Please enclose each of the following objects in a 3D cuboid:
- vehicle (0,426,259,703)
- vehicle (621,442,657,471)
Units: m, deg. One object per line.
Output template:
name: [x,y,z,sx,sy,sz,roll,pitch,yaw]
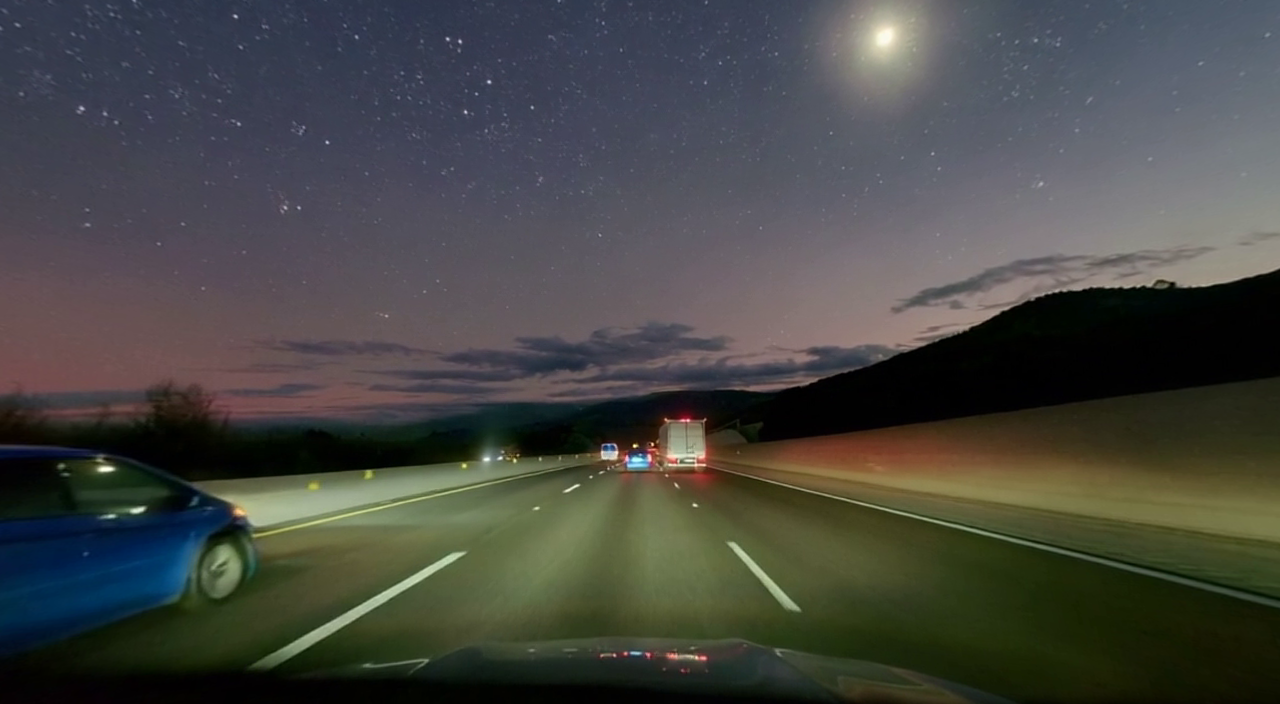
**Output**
vehicle: [-4.252,1.117,3.172,1.945,1.463,4.263,0,-9,1]
vehicle: [-0.022,6.600,39.887,2.166,1.747,4.299,0,-9,1]
